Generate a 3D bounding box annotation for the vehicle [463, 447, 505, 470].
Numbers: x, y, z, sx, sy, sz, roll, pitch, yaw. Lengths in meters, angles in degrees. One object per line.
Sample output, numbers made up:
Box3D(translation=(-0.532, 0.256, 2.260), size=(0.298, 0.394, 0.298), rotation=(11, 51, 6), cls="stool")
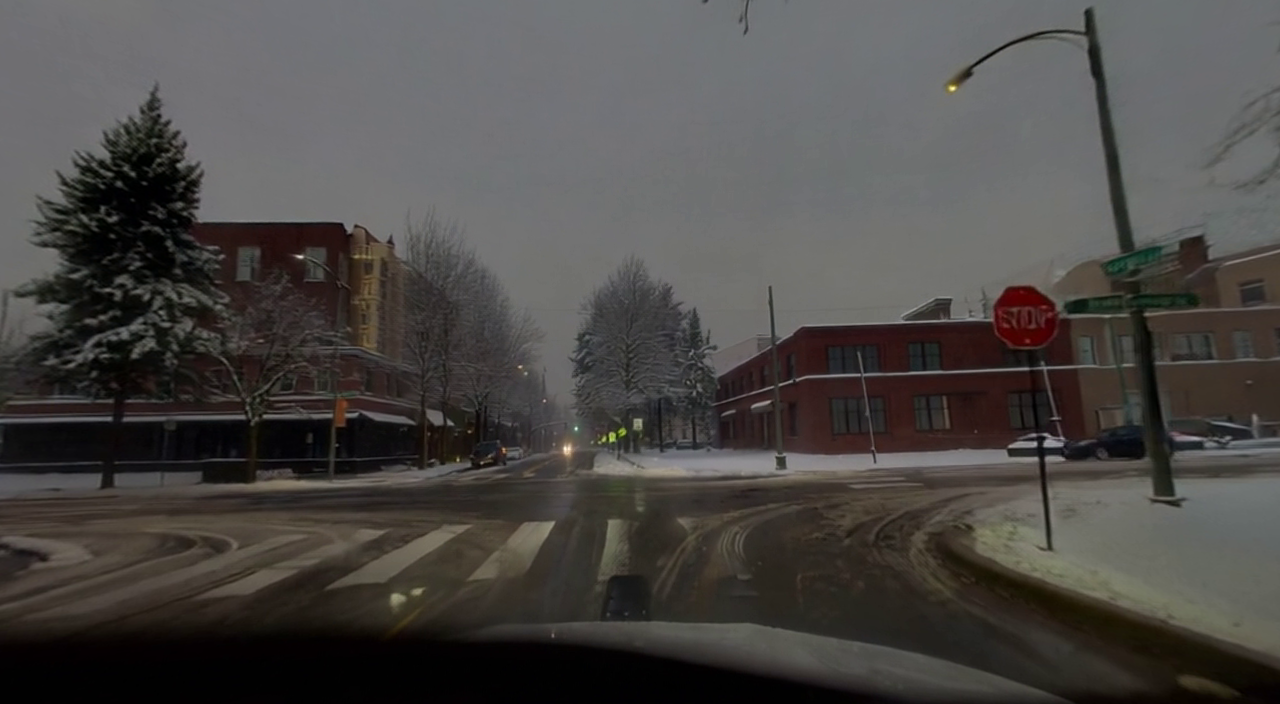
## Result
Box3D(translation=(-10.750, 7.346, 43.830), size=(2.033, 1.491, 4.298), rotation=(0, -8, -3), cls="vehicle")
